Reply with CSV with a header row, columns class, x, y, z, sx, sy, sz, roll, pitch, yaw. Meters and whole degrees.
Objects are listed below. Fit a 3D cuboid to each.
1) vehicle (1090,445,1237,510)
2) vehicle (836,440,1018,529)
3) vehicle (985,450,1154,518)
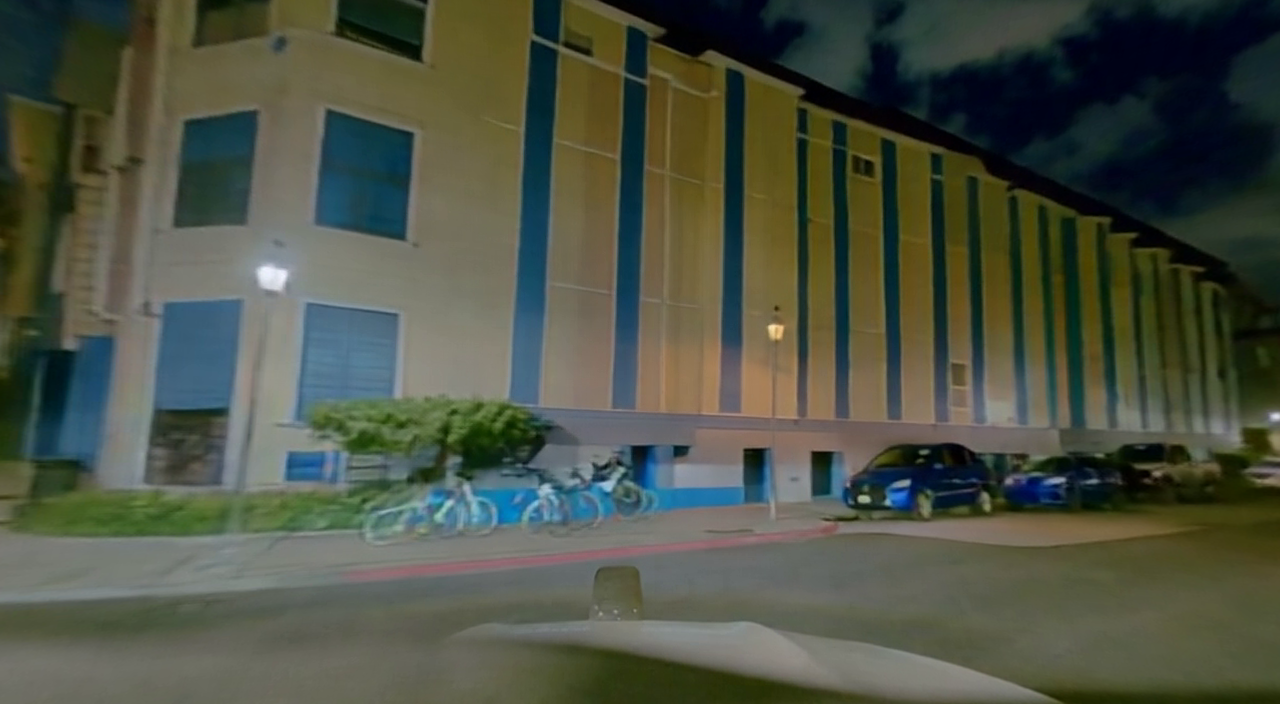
class,x,y,z,sx,sy,sz,roll,pitch,yaw
vehicle,15.274,3.554,18.311,4.302,1.629,1.942,5,-9,-32
vehicle,5.789,2.554,12.634,3.414,1.519,1.719,6,-9,-34
vehicle,10.716,3.166,15.614,4.294,1.427,1.830,5,-9,-32
